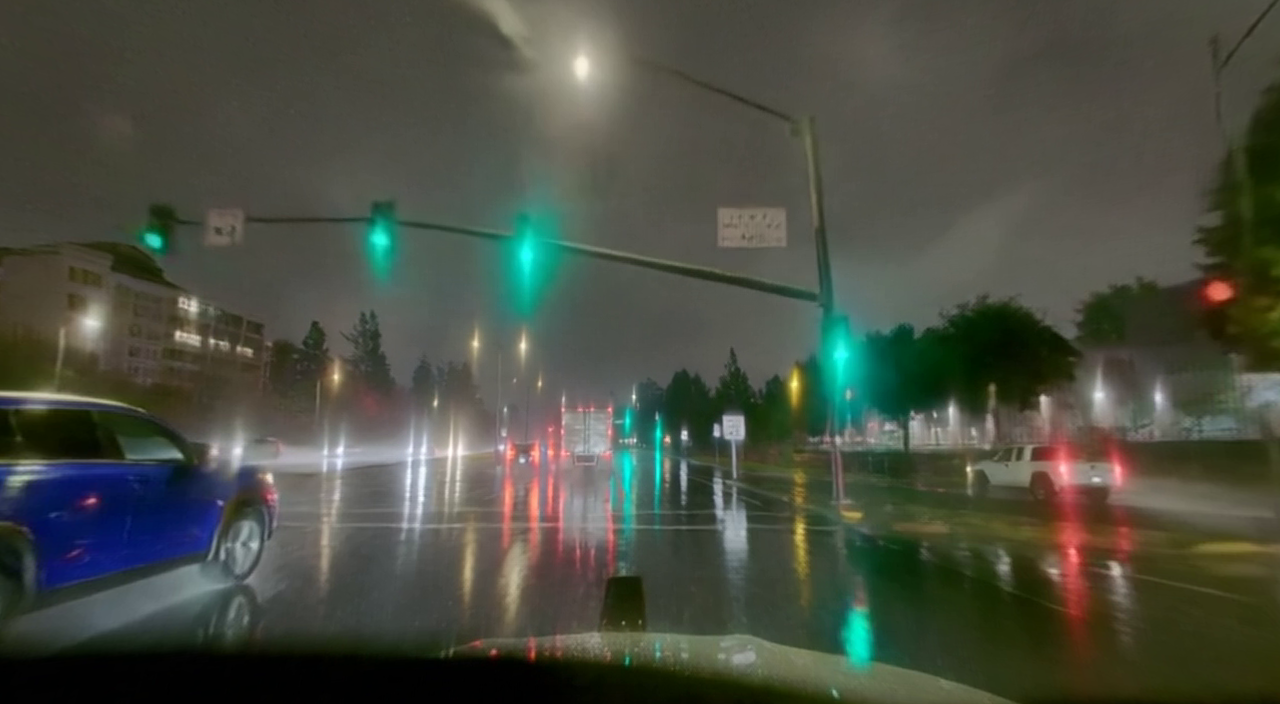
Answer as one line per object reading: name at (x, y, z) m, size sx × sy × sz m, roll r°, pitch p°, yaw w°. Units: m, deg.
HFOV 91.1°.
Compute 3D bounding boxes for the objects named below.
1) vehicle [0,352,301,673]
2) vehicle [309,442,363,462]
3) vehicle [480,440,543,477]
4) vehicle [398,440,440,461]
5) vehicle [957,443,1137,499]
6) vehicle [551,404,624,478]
vehicle at (-4.798, 1.040, 4.409) m, size 2.178 × 1.826 × 4.933 m, roll 0°, pitch -9°, yaw -2°
vehicle at (-22.800, 7.523, 47.333) m, size 1.898 × 1.480 × 4.567 m, roll 0°, pitch -9°, yaw -2°
vehicle at (-5.571, 4.694, 27.819) m, size 2.023 × 1.483 × 4.143 m, roll 0°, pitch -9°, yaw -2°
vehicle at (-16.972, 7.572, 48.399) m, size 2.026 × 1.523 × 4.584 m, roll 1°, pitch -9°, yaw -6°
vehicle at (13.833, 3.992, 21.543) m, size 4.720 × 1.685 × 2.140 m, roll -8°, pitch -12°, yaw 43°
vehicle at (-2.288, 4.202, 29.575) m, size 2.993 × 3.051 × 6.692 m, roll 0°, pitch -9°, yaw -1°
